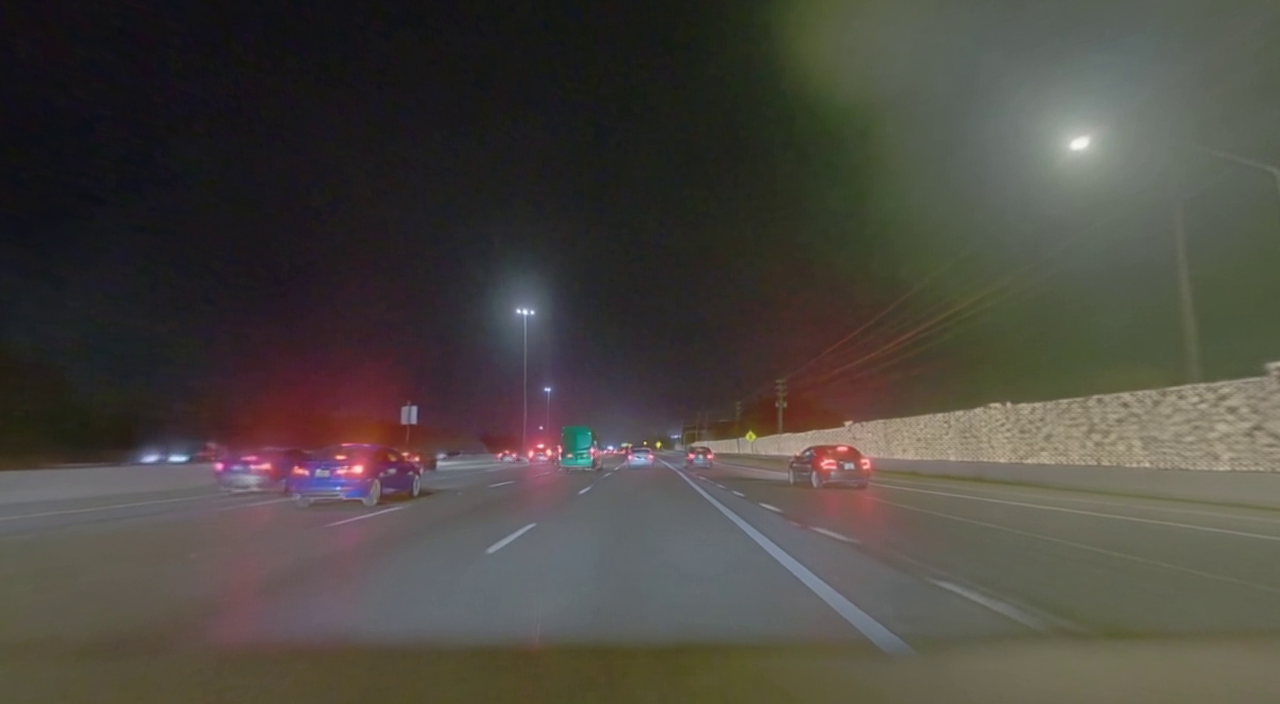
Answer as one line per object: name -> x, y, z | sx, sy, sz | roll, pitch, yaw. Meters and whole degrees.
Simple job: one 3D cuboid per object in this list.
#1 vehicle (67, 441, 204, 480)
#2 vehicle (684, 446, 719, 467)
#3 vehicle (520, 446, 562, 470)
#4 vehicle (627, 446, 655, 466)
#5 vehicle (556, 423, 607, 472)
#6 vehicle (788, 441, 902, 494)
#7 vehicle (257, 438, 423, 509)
vehicle -> -36.451, 7.838, 46.081 | 2.899, 2.516, 8.582 | 0, -9, 1
vehicle -> 4.539, 7.798, 47.219 | 2.095, 1.504, 4.536 | 0, -9, -1
vehicle -> -6.504, 6.961, 41.700 | 1.944, 1.490, 4.442 | 0, -9, 1
vehicle -> 0.050, 7.953, 48.303 | 2.084, 1.492, 4.137 | 0, -9, -1
vehicle -> -3.353, 5.668, 37.403 | 2.395, 2.660, 5.827 | 0, -9, 1
vehicle -> 6.293, 3.588, 19.931 | 2.052, 1.470, 4.364 | 0, -9, -2
vehicle -> -7.309, 2.986, 15.960 | 1.967, 1.525, 4.458 | 0, -9, 0
